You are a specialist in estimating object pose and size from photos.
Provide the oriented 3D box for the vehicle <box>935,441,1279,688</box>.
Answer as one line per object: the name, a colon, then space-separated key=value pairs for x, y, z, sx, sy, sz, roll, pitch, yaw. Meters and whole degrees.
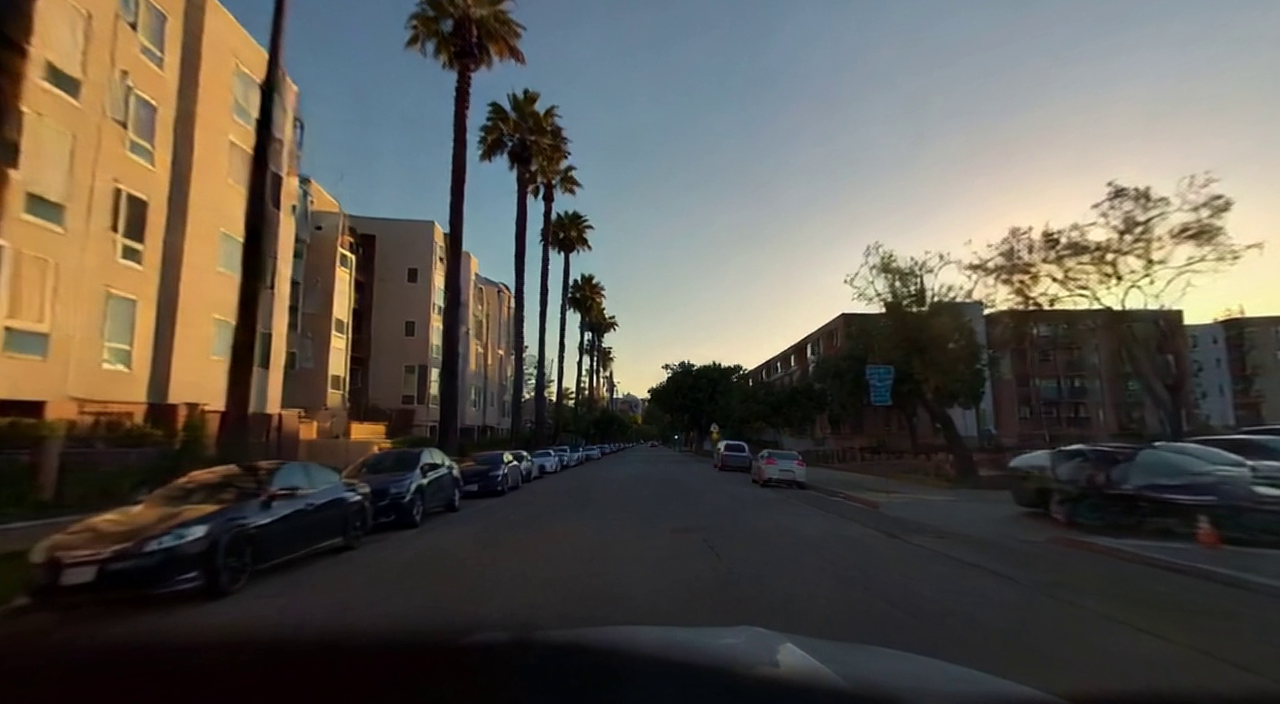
vehicle: x=4.887 y=1.582 z=5.822 sx=2.026 sy=1.474 sz=4.859 roll=0 pitch=-8 yaw=1

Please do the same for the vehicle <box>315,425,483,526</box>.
vehicle: x=-5.042 y=2.650 z=14.018 sx=1.960 sy=1.854 sz=4.441 roll=-1 pitch=-9 yaw=0

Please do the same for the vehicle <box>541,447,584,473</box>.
vehicle: x=-4.694 y=6.601 z=38.806 sx=2.009 sy=1.469 sz=4.241 roll=0 pitch=-8 yaw=1

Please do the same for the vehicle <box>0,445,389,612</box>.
vehicle: x=-5.103 y=1.956 z=8.050 sx=1.997 sy=1.497 sz=4.437 roll=0 pitch=-9 yaw=0

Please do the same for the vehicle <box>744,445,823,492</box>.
vehicle: x=5.157 y=4.232 z=23.470 sx=1.991 sy=1.525 sz=5.203 roll=0 pitch=-8 yaw=3
